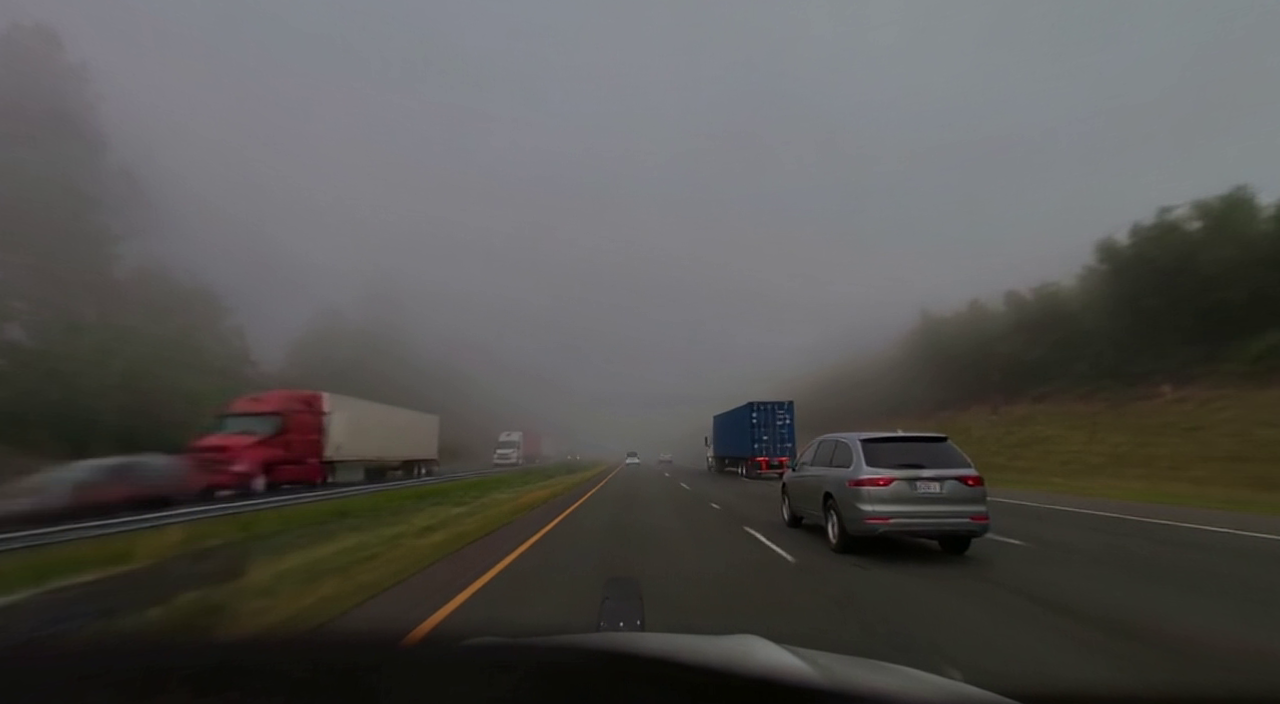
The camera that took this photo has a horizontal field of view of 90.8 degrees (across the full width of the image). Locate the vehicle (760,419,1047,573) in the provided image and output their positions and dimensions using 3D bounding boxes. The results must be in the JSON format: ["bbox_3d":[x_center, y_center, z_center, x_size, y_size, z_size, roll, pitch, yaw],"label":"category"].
[{"bbox_3d":[3.329,1.932,9.247,2.130,1.658,4.537,0,-9,-1],"label":"vehicle"}]

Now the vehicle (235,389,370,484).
[{"bbox_3d":[-15.600,4.027,29.772,2.982,4.014,5.899,0,-9,-1],"label":"vehicle"}]

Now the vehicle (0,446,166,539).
[{"bbox_3d":[-11.107,2.415,11.208,1.879,1.456,4.460,0,-9,0],"label":"vehicle"}]

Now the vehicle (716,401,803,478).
[{"bbox_3d":[7.238,5.736,40.752,2.882,4.109,13.567,0,-9,0],"label":"vehicle"}]
